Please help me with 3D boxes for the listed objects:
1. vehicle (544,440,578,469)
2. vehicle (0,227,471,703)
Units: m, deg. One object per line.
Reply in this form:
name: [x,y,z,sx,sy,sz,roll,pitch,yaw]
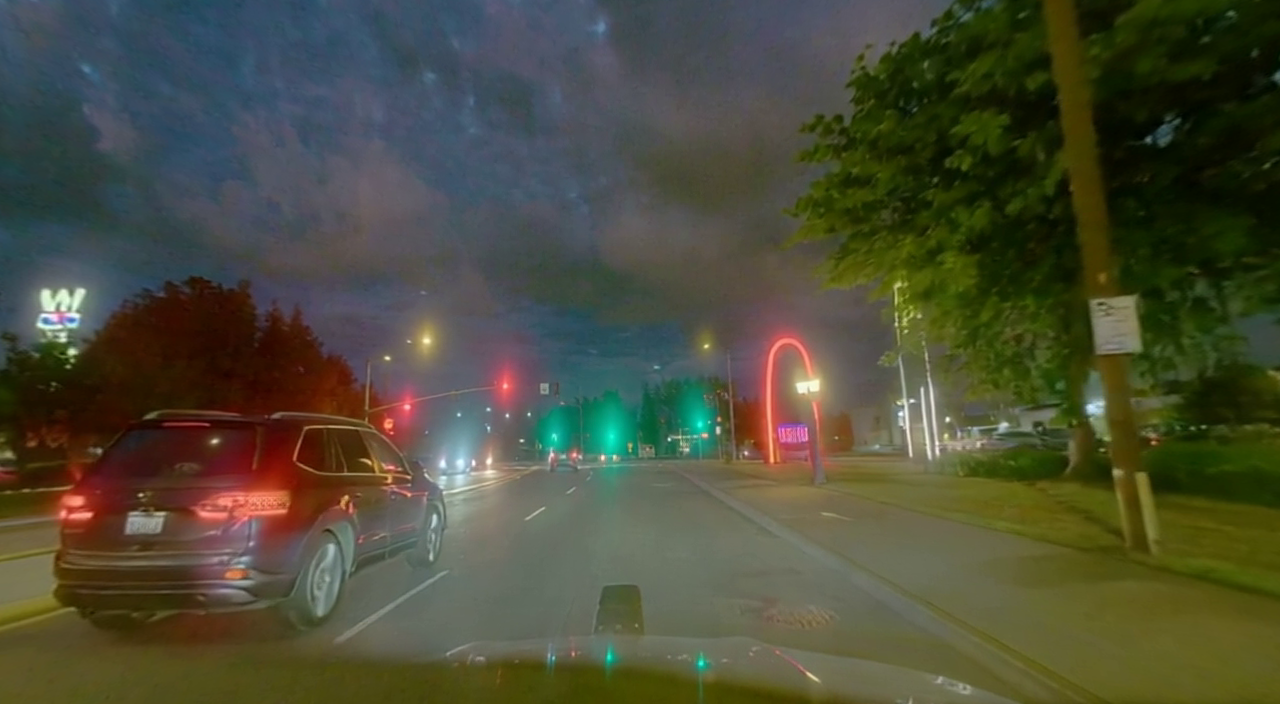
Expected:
vehicle: [-5.289,6.926,42.803,2.134,1.799,5.082,1,-9,-6]
vehicle: [-3.338,0.985,4.795,2.509,1.885,5.831,0,-9,0]
